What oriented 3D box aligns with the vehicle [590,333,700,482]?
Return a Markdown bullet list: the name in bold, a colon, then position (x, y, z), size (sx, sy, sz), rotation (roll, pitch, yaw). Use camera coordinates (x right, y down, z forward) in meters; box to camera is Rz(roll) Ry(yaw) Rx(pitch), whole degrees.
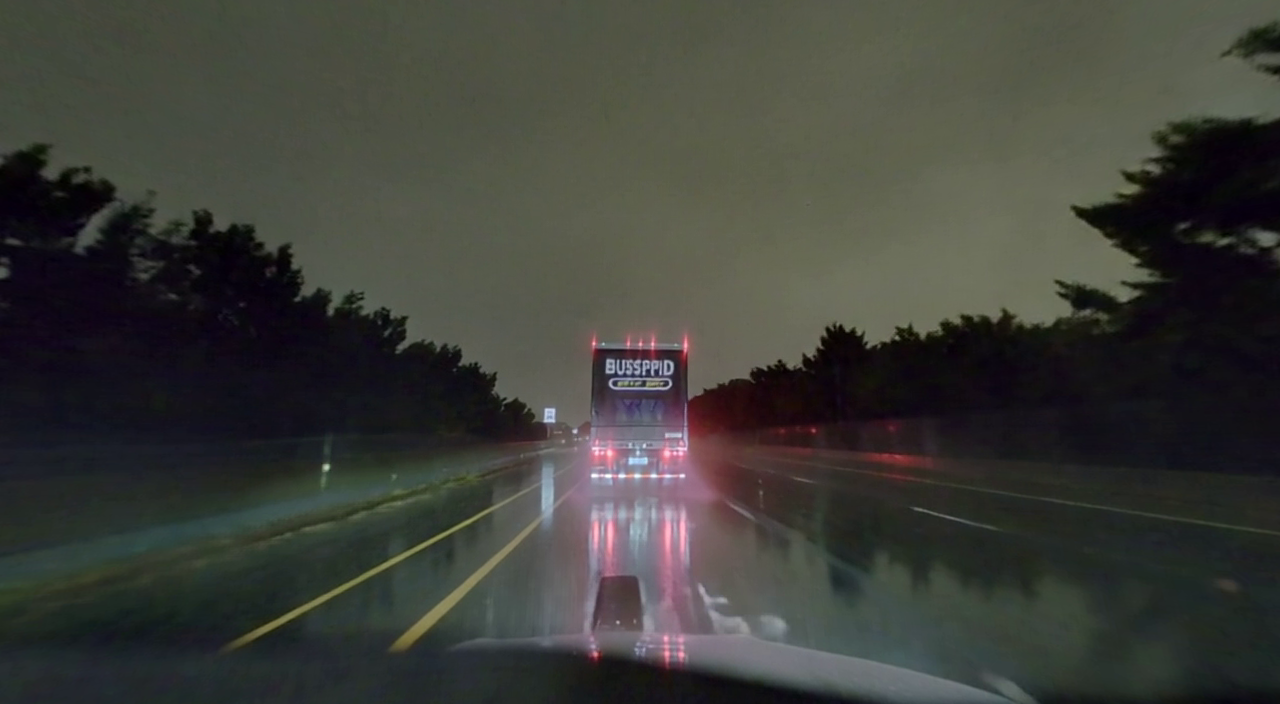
- **vehicle**: position (0.023, 2.023, 20.839), size (2.870, 3.911, 8.697), rotation (0, -8, -1)
